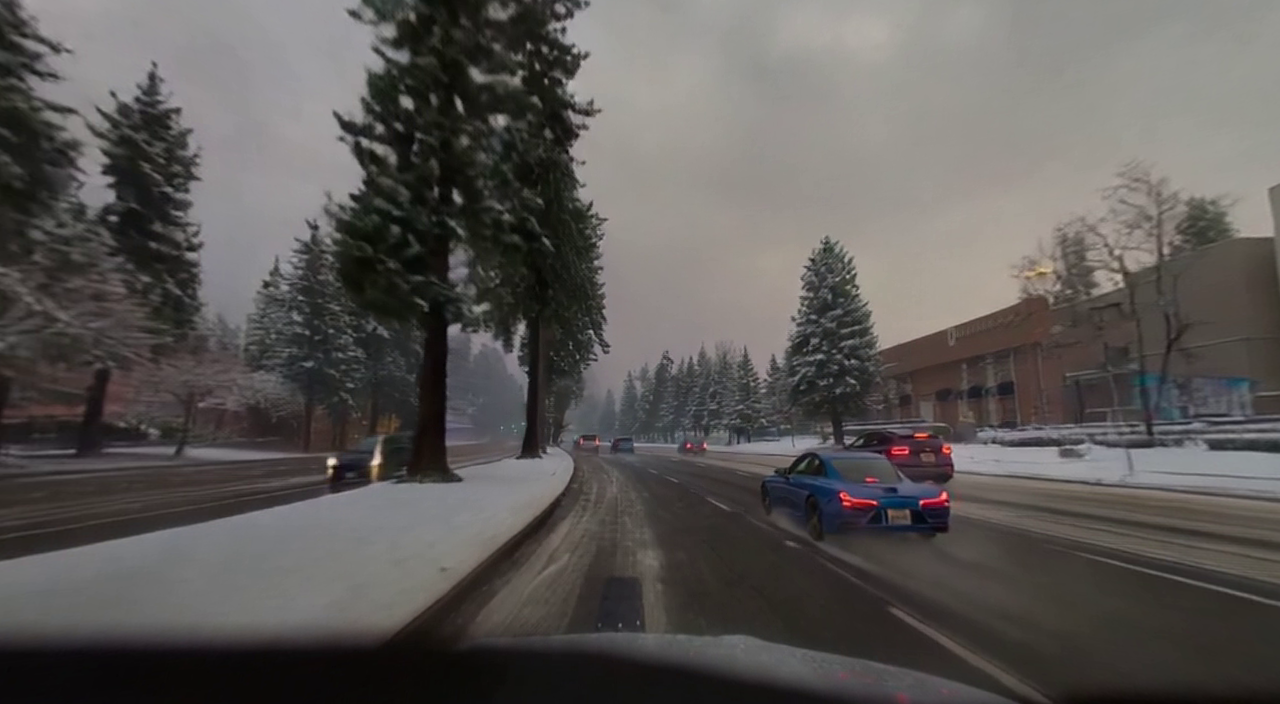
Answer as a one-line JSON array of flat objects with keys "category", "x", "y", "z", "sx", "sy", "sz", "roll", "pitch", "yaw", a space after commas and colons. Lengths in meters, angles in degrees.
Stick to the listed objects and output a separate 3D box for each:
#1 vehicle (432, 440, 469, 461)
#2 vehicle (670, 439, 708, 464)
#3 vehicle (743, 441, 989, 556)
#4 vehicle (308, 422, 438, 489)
[{"category": "vehicle", "x": -14.360, "y": 7.477, "z": 48.095, "sx": 1.921, "sy": 1.472, "sz": 4.550, "roll": 1, "pitch": -9, "yaw": -6}, {"category": "vehicle", "x": 3.446, "y": 7.087, "z": 45.169, "sx": 1.931, "sy": 1.685, "sz": 4.054, "roll": 1, "pitch": -9, "yaw": -8}, {"category": "vehicle", "x": 3.081, "y": 2.082, "z": 9.810, "sx": 1.990, "sy": 1.347, "sz": 4.388, "roll": 0, "pitch": -9, "yaw": -3}, {"category": "vehicle", "x": -7.592, "y": 3.010, "z": 18.535, "sx": 2.065, "sy": 1.712, "sz": 4.349, "roll": 0, "pitch": -9, "yaw": -3}]
